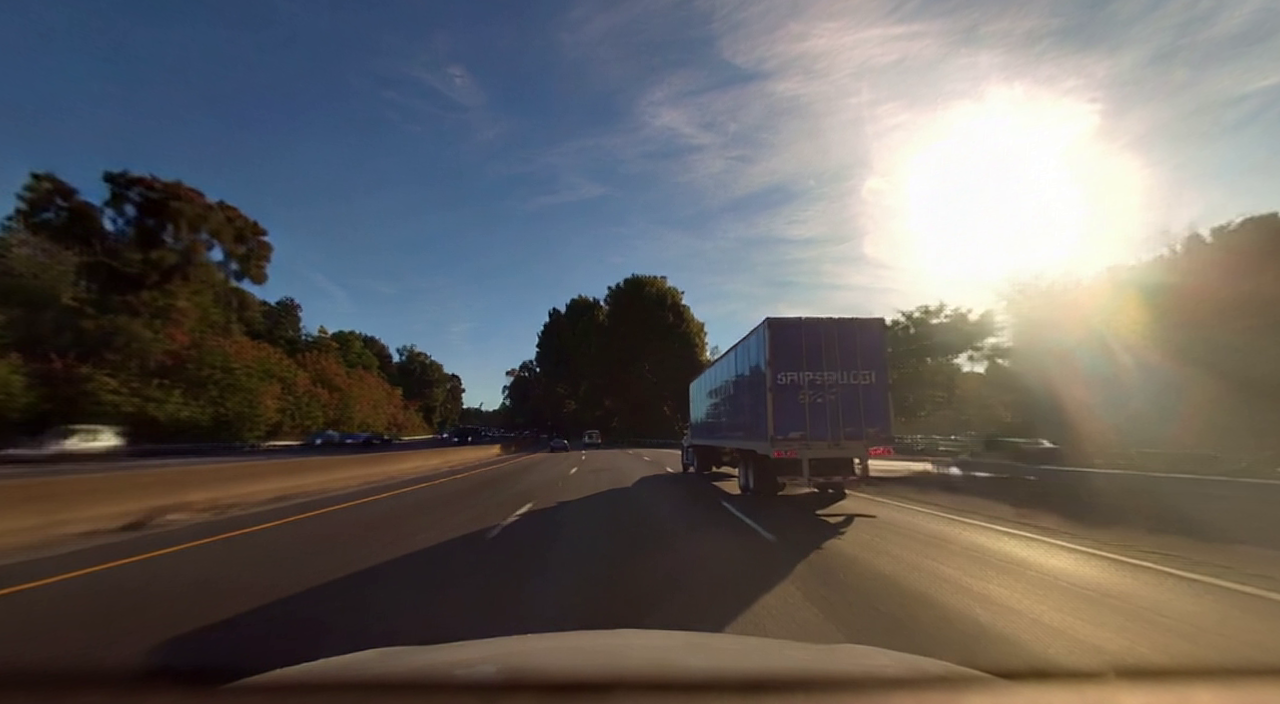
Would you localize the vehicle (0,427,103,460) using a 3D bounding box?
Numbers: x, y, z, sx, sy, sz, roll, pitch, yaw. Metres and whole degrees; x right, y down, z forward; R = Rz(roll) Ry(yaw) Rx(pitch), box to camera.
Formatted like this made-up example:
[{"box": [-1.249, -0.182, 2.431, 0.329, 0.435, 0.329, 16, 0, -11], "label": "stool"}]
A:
[{"box": [-31.583, 4.800, 33.279, 1.918, 1.620, 4.789, 0, -8, 4], "label": "vehicle"}]

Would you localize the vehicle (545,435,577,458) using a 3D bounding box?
[{"box": [-5.654, 6.792, 45.513, 2.030, 1.547, 3.862, 1, -8, -3], "label": "vehicle"}]

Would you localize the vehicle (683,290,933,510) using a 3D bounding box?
[{"box": [3.564, 1.797, 18.753, 2.910, 4.051, 14.278, 0, -8, -3], "label": "vehicle"}]

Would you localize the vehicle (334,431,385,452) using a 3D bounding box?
[{"box": [-20.698, 6.643, 46.719, 1.824, 1.479, 4.672, 1, -8, -3], "label": "vehicle"}]
